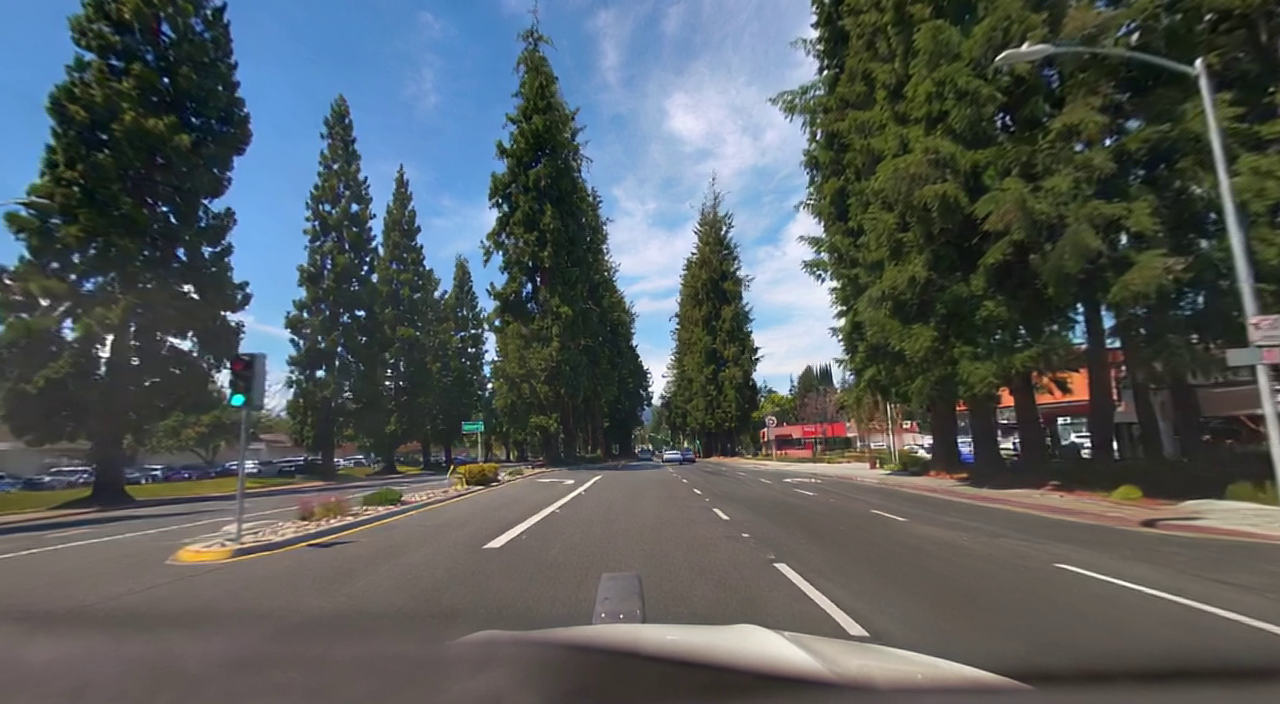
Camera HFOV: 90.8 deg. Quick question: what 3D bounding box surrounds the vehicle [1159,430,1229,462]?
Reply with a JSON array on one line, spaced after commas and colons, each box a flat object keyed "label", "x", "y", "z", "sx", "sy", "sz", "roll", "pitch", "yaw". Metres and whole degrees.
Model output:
[{"label": "vehicle", "x": 38.040, "y": 6.464, "z": 43.548, "sx": 2.049, "sy": 2.036, "sz": 5.107, "roll": -3, "pitch": -9, "yaw": 23}]

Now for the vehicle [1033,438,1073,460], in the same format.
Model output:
[{"label": "vehicle", "x": 32.160, "y": 7.541, "z": 49.316, "sx": 2.133, "sy": 1.584, "sz": 4.842, "roll": -4, "pitch": -9, "yaw": 28}]

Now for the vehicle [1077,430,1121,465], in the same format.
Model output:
[{"label": "vehicle", "x": 32.077, "y": 6.668, "z": 44.168, "sx": 2.229, "sy": 2.281, "sz": 5.488, "roll": -5, "pitch": -10, "yaw": 35}]
